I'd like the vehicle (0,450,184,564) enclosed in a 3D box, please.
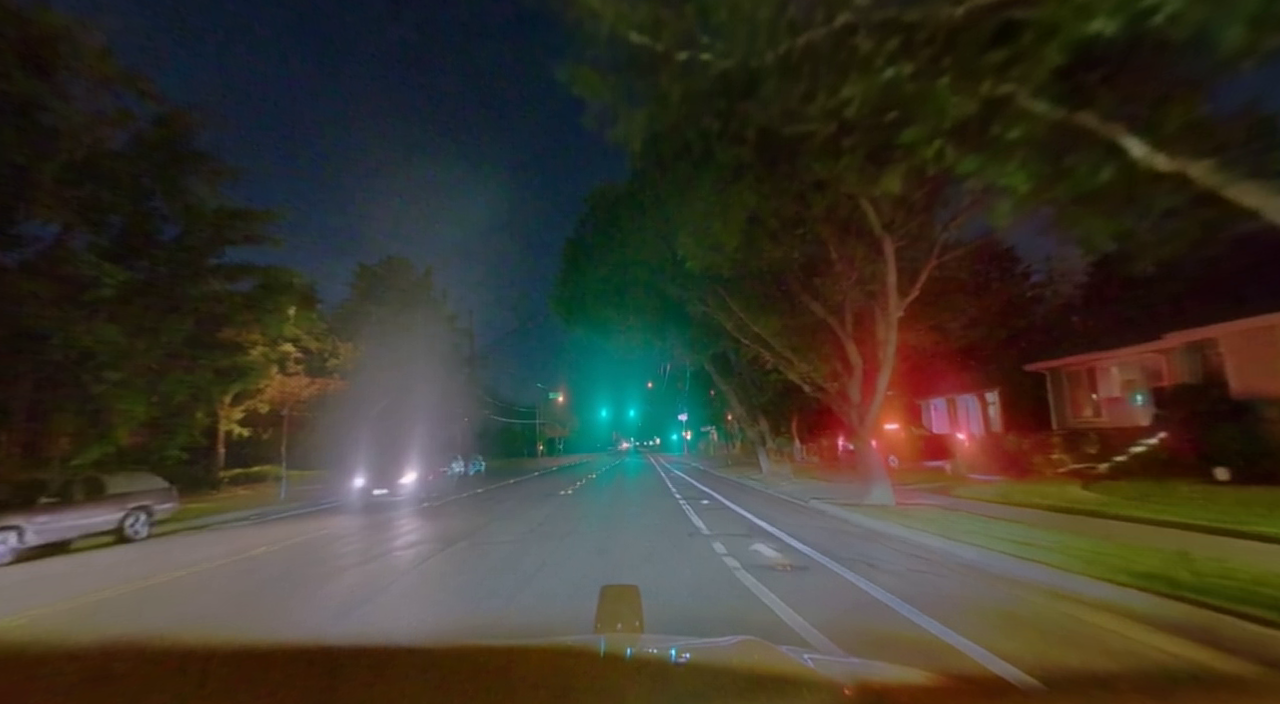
[{"bbox_3d":[-11.501,2.974,11.997,2.024,1.795,5.054,-11,-8,-3],"label":"vehicle"}]

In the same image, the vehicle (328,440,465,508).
[{"bbox_3d":[-7.095,3.559,19.038,2.142,1.611,4.890,-5,-8,0],"label":"vehicle"}]

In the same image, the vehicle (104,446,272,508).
[{"bbox_3d":[-19.913,5.494,28.069,5.775,2.026,2.228,-5,-9,-3],"label":"vehicle"}]

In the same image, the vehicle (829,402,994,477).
[{"bbox_3d":[9.382,2.931,21.731,5.565,2.036,1.907,-1,-7,-27],"label":"vehicle"}]
